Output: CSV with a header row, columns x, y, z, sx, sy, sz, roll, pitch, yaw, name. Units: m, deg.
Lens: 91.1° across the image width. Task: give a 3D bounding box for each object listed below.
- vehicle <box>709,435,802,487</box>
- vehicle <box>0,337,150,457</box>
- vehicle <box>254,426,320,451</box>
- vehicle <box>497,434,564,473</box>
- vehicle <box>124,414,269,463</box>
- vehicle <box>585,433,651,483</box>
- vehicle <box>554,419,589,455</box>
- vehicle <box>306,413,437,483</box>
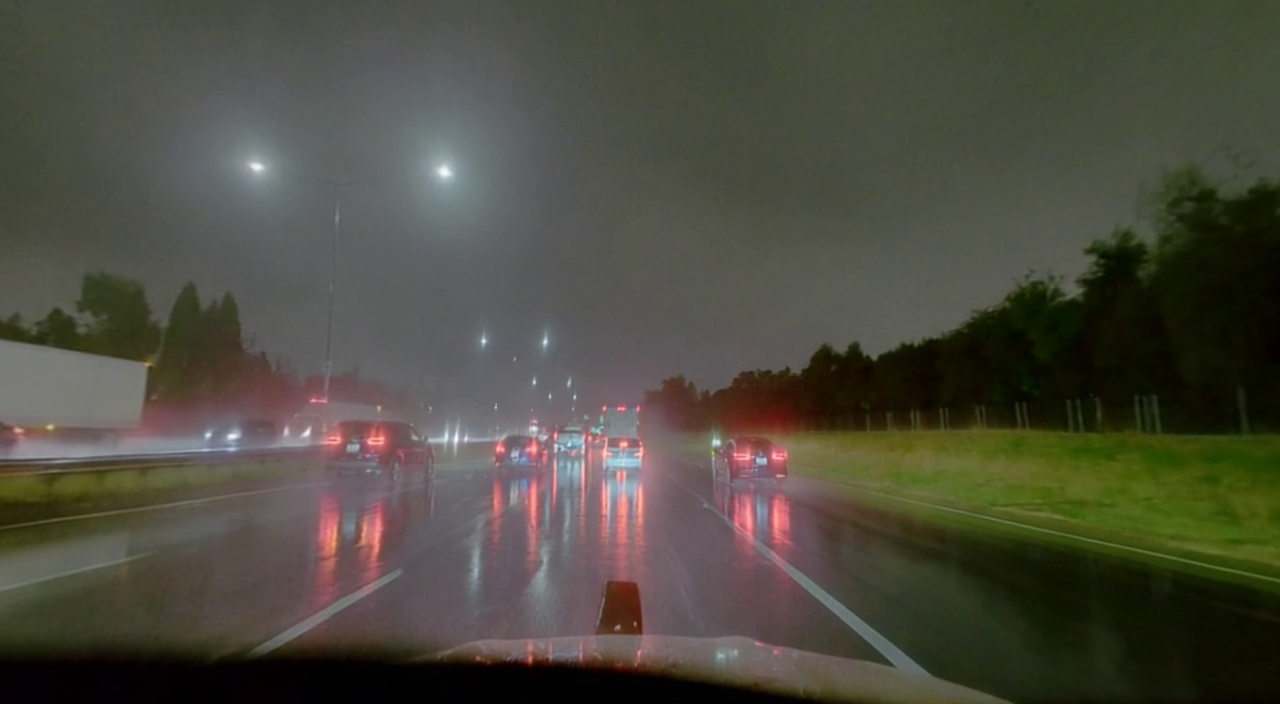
x,y,z,sx,sy,sz,roll,pitch,yaw,name
3.546,3.413,20.189,1.981,1.474,4.396,0,-8,-3,vehicle
-22.898,1.458,20.575,2.881,3.978,14.159,0,-8,-2,vehicle
-23.747,5.838,42.516,2.068,1.563,4.337,0,-8,-2,vehicle
-4.459,4.181,26.242,2.046,1.493,4.384,0,-8,0,vehicle
-15.055,2.991,21.709,1.885,1.496,4.446,0,-8,-2,vehicle
-0.694,3.462,20.919,1.980,1.478,3.758,0,-8,-1,vehicle
-5.249,6.673,49.182,2.303,2.610,6.579,0,-8,-3,vehicle
-8.264,3.001,19.930,2.158,1.943,4.662,0,-8,-1,vehicle
